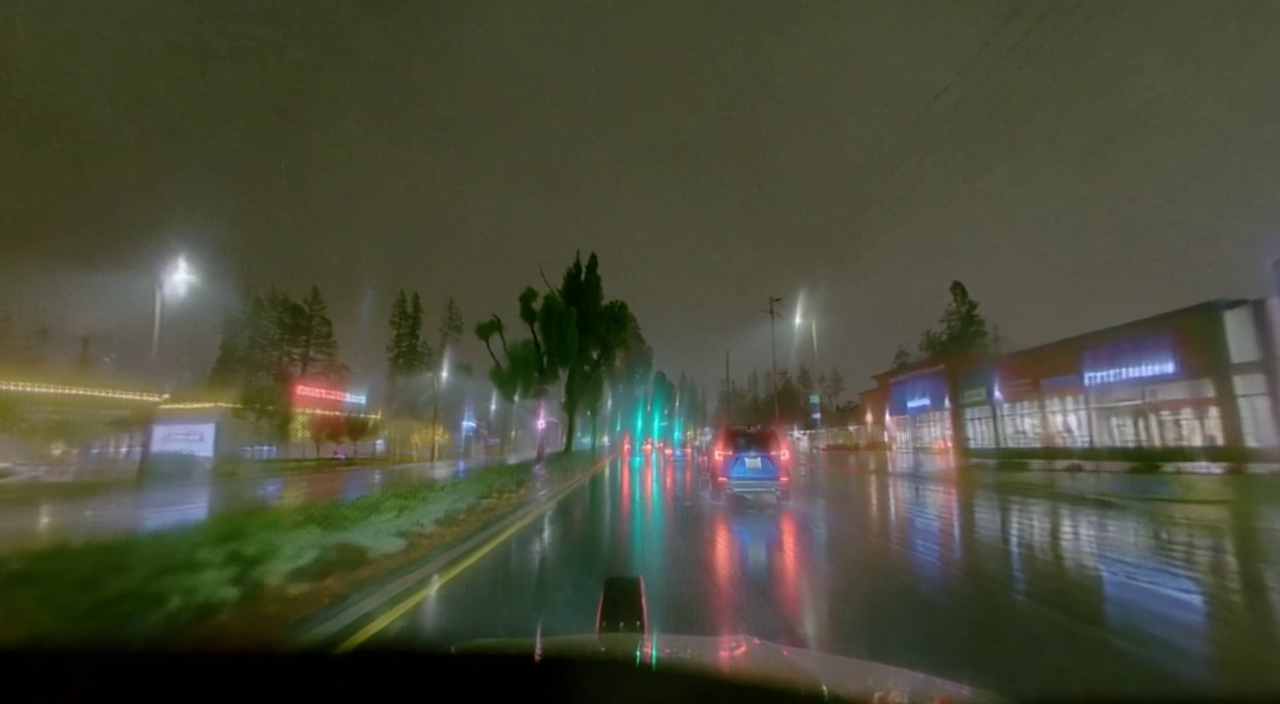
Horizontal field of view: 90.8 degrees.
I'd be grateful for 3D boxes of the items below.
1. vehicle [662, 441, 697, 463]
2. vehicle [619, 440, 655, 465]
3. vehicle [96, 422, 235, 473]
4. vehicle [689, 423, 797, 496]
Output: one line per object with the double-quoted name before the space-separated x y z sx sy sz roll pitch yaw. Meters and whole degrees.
"vehicle" 2.558 6.602 41.757 1.970 1.402 3.756 0 -8 -2
"vehicle" -0.209 6.088 38.353 2.056 1.440 3.798 0 -8 -1
"vehicle" -27.005 5.432 36.135 5.905 2.803 2.261 0 -8 -2
"vehicle" 2.774 3.050 18.254 2.140 1.811 4.593 0 -8 -2
